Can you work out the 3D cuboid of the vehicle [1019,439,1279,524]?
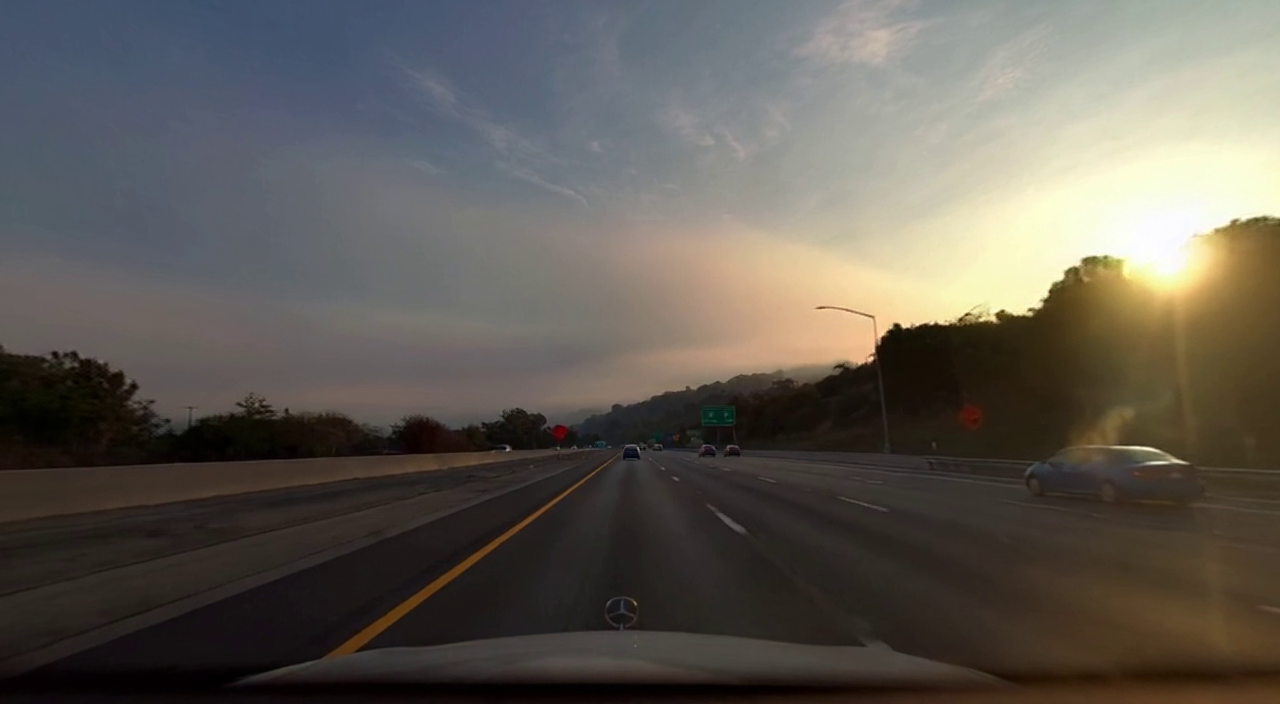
[{"bbox_3d":[10.759,2.649,13.692,2.024,1.481,4.747,1,-8,-2],"label":"vehicle"}]

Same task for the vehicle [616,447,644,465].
[{"bbox_3d":[-0.695,7.812,47.722,2.004,1.259,3.781,0,-8,0],"label":"vehicle"}]
